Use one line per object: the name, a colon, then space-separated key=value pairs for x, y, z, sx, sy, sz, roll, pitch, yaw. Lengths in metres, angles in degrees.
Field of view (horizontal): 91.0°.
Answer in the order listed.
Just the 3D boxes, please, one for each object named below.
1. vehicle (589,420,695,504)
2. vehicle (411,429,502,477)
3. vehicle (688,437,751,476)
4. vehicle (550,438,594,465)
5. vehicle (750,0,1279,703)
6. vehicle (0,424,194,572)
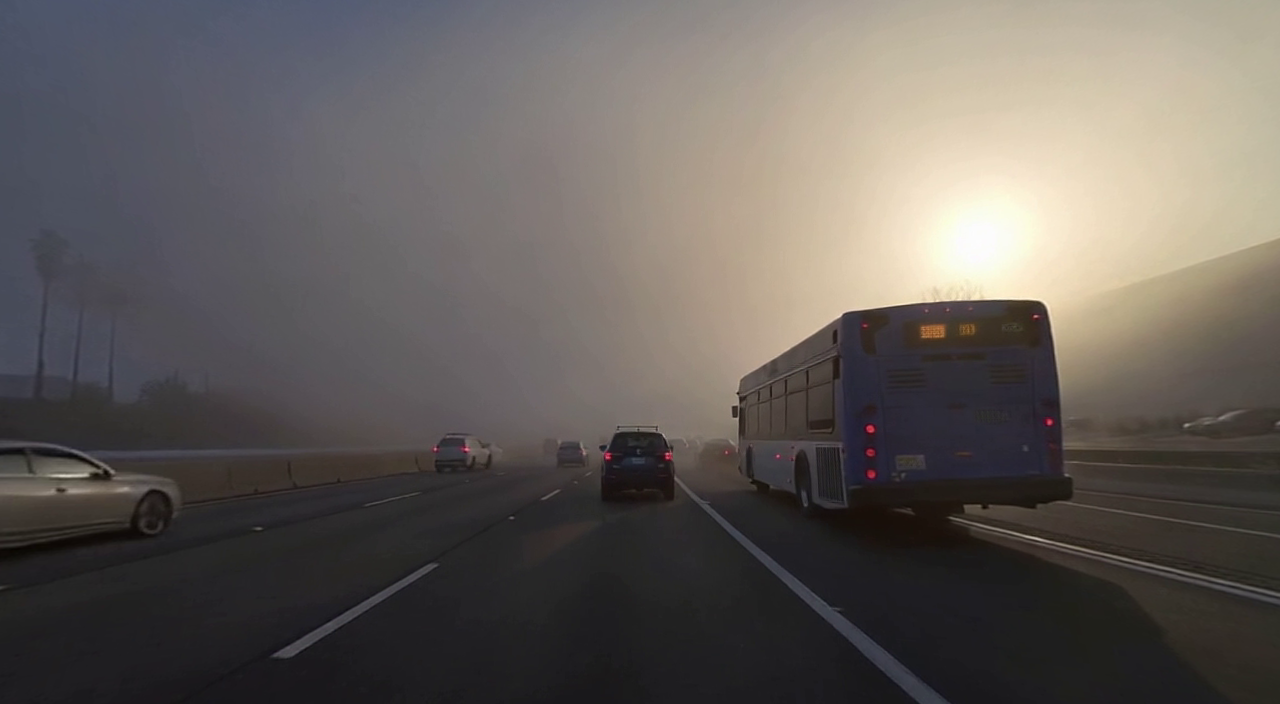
vehicle: x=0.075 y=2.686 z=15.691 sx=2.268 sy=1.796 sz=4.280 roll=0 pitch=-9 yaw=1
vehicle: x=-7.441 y=4.176 z=26.159 sx=2.215 sy=1.795 sz=4.966 roll=0 pitch=-9 yaw=1
vehicle: x=3.339 y=4.503 z=27.344 sx=2.039 sy=1.516 sz=4.521 roll=0 pitch=-9 yaw=-2
vehicle: x=-4.047 y=6.046 z=38.246 sx=2.040 sy=1.536 sz=4.680 roll=0 pitch=-9 yaw=1
vehicle: x=3.960 y=0.399 z=6.614 sx=3.020 sy=3.622 sz=14.302 roll=0 pitch=-9 yaw=0
vehicle: x=-7.608 y=1.612 z=7.183 sx=1.980 sy=1.508 sz=4.111 roll=0 pitch=-9 yaw=0
